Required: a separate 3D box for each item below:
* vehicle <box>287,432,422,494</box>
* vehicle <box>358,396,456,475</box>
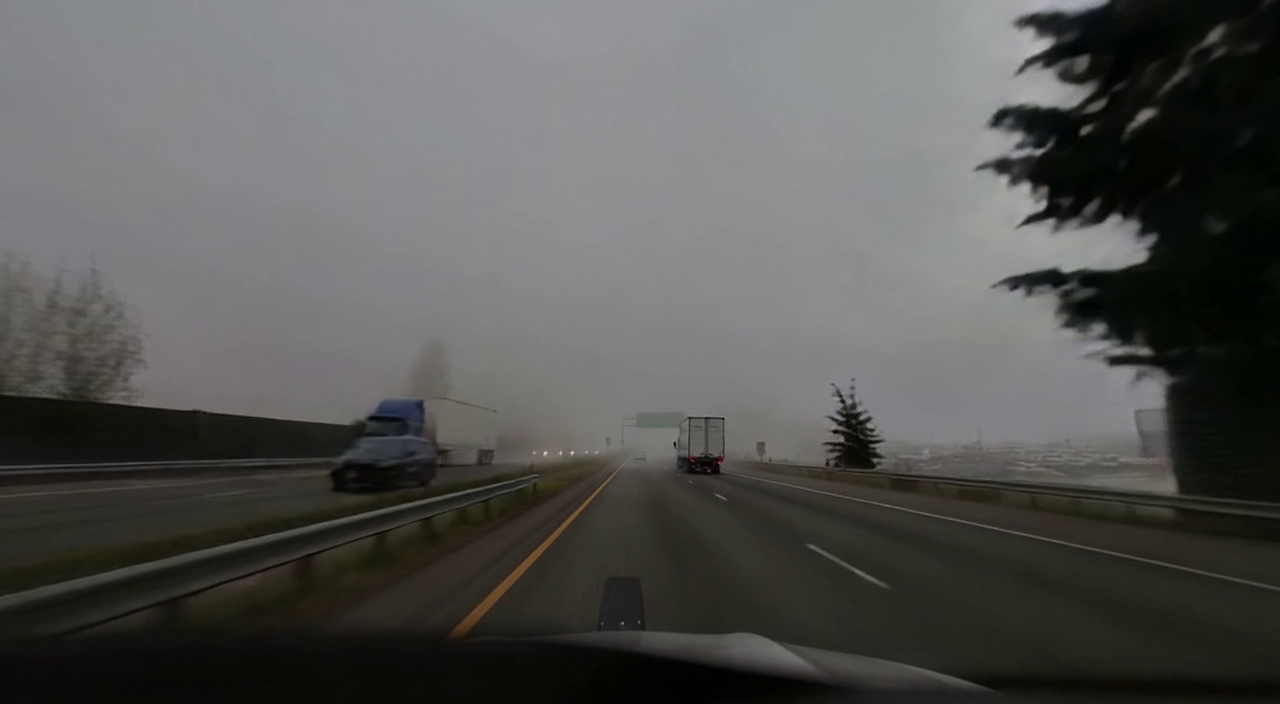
[{"bbox_3d":[-8.029,3.146,18.213,1.914,1.557,4.081,0,-9,0],"label":"vehicle"},{"bbox_3d":[-12.594,4.641,34.721,3.039,3.949,5.950,0,-9,-1],"label":"vehicle"}]
